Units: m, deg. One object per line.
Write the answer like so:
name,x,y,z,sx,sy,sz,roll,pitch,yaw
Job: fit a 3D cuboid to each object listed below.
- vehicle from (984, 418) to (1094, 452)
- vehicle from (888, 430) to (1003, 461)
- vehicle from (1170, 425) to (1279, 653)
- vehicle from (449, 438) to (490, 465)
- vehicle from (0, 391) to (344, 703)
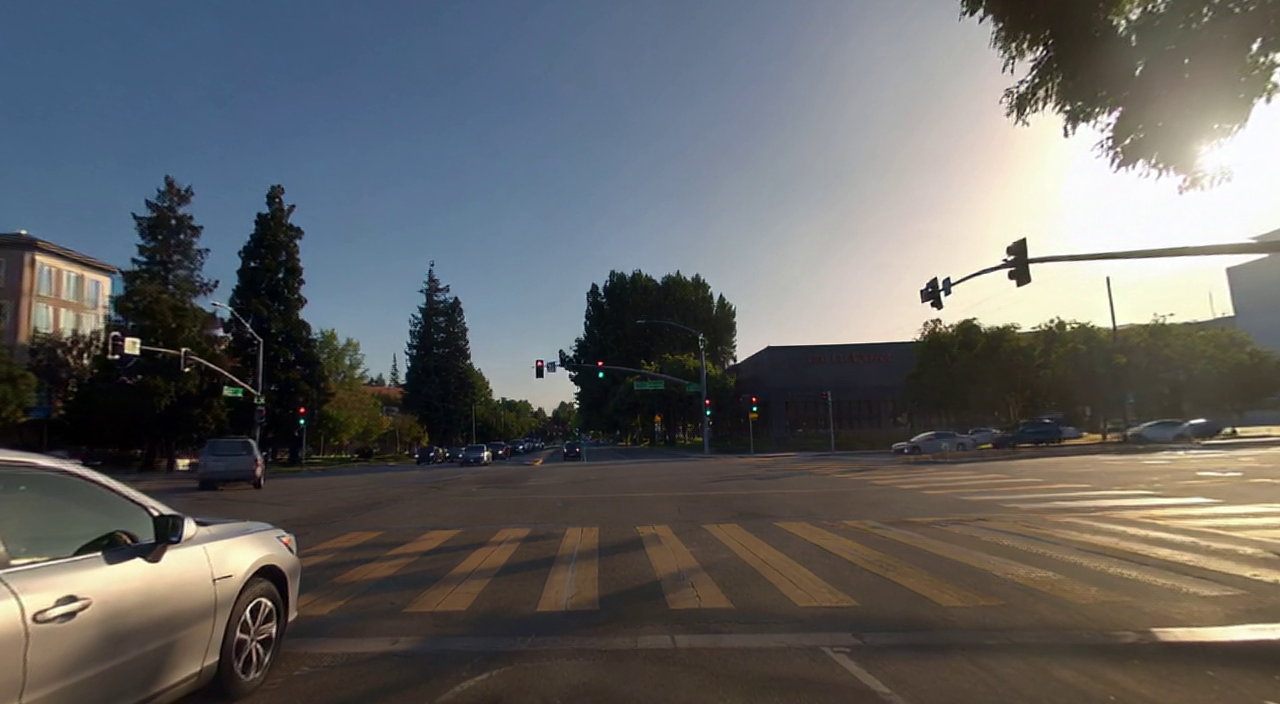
vehicle,22.026,4.606,35.001,4.611,1.797,2.096,0,-8,-2
vehicle,15.196,4.675,31.606,4.660,1.495,2.007,0,-8,-2
vehicle,4.944,0.980,2.553,1.949,1.449,4.530,-1,-8,5
vehicle,-12.792,7.416,47.586,2.051,1.715,4.346,-2,-6,-2
vehicle,-3.070,0.892,2.162,1.919,1.478,4.720,0,-8,-1
